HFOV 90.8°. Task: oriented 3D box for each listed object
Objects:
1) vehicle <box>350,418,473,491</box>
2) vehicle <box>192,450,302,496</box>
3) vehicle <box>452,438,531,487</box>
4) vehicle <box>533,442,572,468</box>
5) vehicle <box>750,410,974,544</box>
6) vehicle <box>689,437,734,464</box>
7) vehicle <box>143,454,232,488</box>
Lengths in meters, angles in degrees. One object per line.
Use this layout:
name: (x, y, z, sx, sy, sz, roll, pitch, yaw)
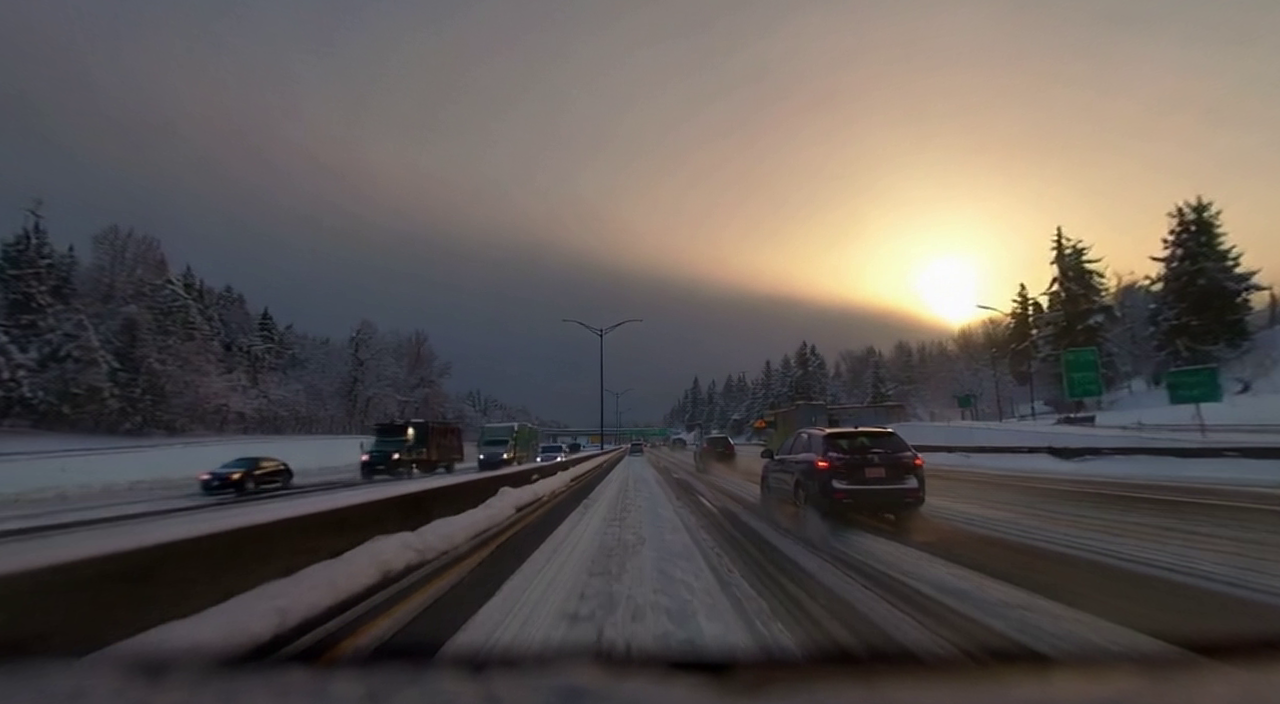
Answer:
vehicle: (-9.487, 4.348, 27.118, 2.786, 2.696, 6.461, 0, -9, 0)
vehicle: (-16.838, 5.162, 27.395, 1.963, 1.786, 4.373, 0, -8, -1)
vehicle: (-5.638, 4.246, 24.598, 2.037, 1.700, 4.417, 0, -9, -1)
vehicle: (-6.063, 7.210, 44.463, 2.126, 1.715, 4.619, 0, -8, 0)
vehicle: (3.240, 1.934, 10.365, 2.059, 1.711, 4.302, 0, -9, -1)
vehicle: (5.387, 7.540, 48.518, 2.434, 1.869, 5.553, 0, -9, -3)
vehicle: (-27.565, 7.221, 38.708, 2.089, 1.915, 4.627, 0, -9, -2)
